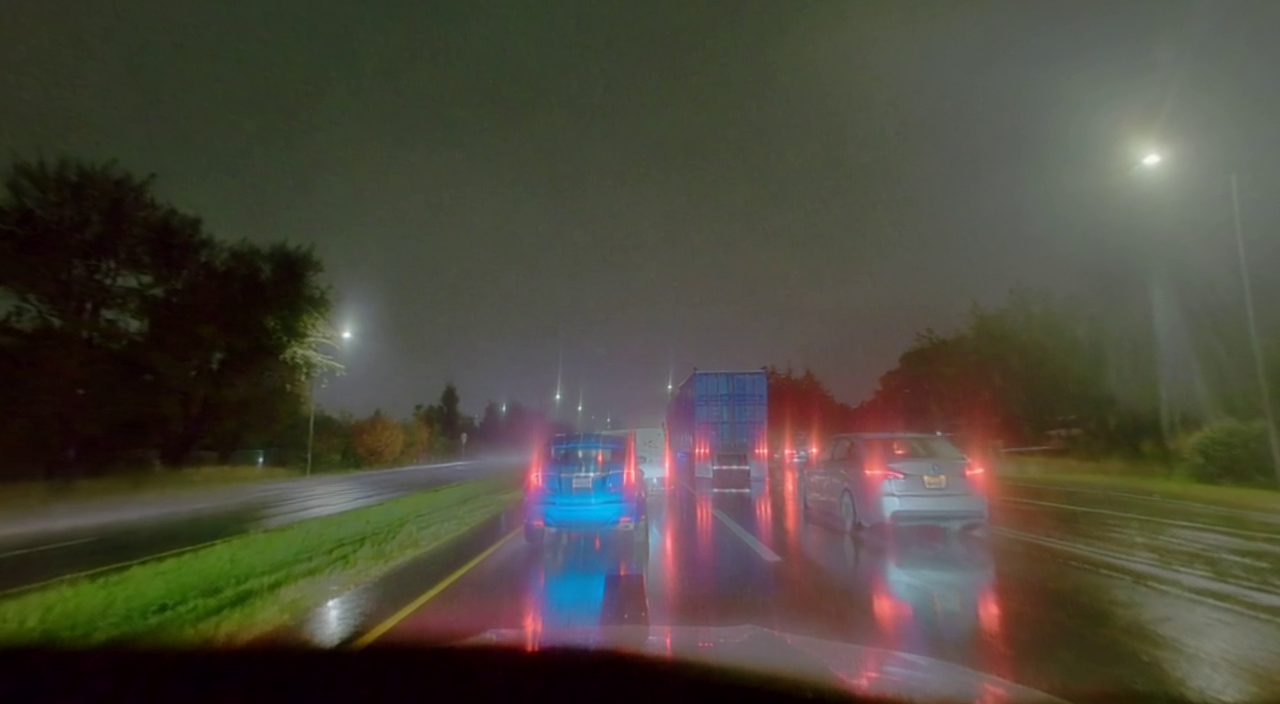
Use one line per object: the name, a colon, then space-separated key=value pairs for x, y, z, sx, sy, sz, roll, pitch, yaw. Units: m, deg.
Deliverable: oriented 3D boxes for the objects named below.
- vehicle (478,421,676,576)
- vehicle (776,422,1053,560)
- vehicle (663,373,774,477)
vehicle: x=-0.703 y=1.791 z=8.505 sx=2.009 sy=1.554 sz=4.013 roll=0 pitch=-8 yaw=-2
vehicle: x=3.566 y=1.885 z=9.395 sx=1.960 sy=1.515 sz=4.713 roll=0 pitch=-8 yaw=-1
vehicle: x=3.529 y=4.162 z=34.315 sx=3.591 sy=4.290 sz=16.696 roll=0 pitch=-8 yaw=-1
